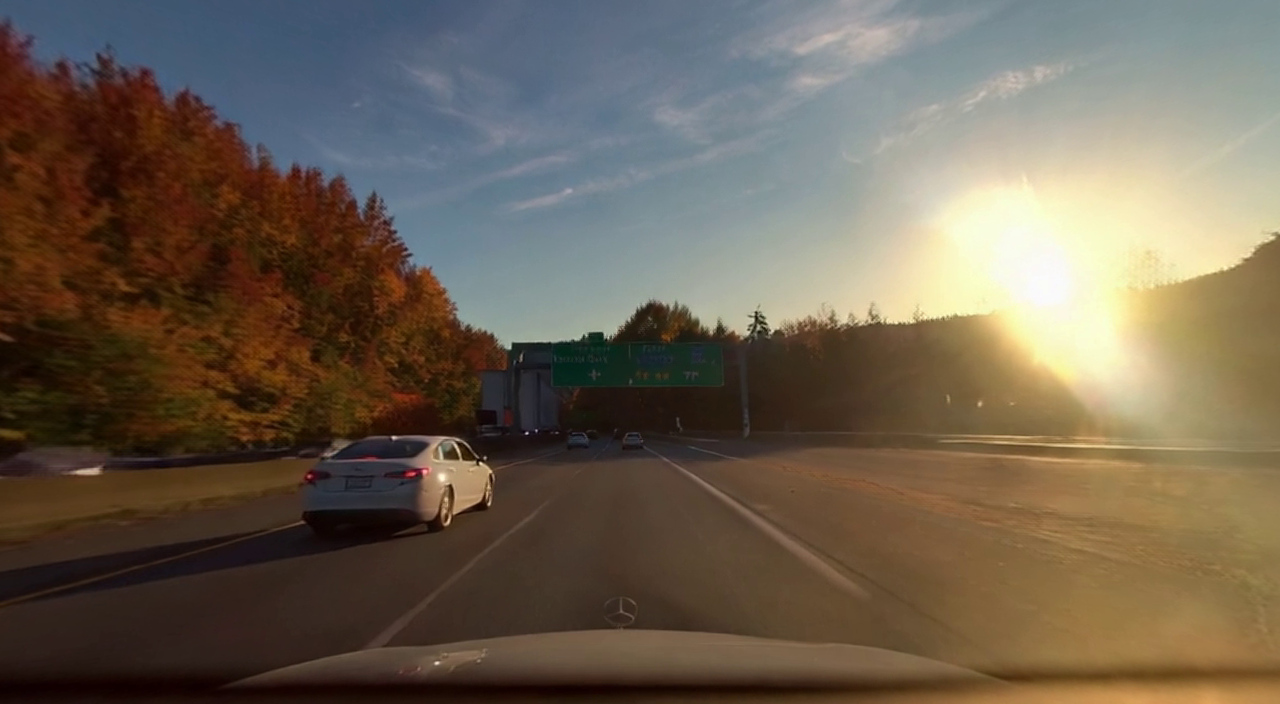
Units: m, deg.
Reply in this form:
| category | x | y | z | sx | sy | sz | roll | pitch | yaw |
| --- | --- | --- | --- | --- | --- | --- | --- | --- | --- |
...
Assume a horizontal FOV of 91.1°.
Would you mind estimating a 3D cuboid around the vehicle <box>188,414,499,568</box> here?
| category | x | y | z | sx | sy | sz | roll | pitch | yaw |
| --- | --- | --- | --- | --- | --- | --- | --- | --- | --- |
| vehicle | -3.438 | 1.682 | 8.544 | 1.989 | 1.497 | 4.645 | 0 | -8 | 0 |

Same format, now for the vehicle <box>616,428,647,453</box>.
| category | x | y | z | sx | sy | sz | roll | pitch | yaw |
| --- | --- | --- | --- | --- | --- | --- | --- | --- | --- |
| vehicle | -0.576 | 6.155 | 43.659 | 2.054 | 1.609 | 3.859 | 0 | -8 | -1 |

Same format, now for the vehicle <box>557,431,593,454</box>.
| category | x | y | z | sx | sy | sz | roll | pitch | yaw |
| --- | --- | --- | --- | --- | --- | --- | --- | --- | --- |
| vehicle | -4.439 | 6.273 | 43.636 | 2.071 | 1.524 | 4.398 | 0 | -8 | -1 |
